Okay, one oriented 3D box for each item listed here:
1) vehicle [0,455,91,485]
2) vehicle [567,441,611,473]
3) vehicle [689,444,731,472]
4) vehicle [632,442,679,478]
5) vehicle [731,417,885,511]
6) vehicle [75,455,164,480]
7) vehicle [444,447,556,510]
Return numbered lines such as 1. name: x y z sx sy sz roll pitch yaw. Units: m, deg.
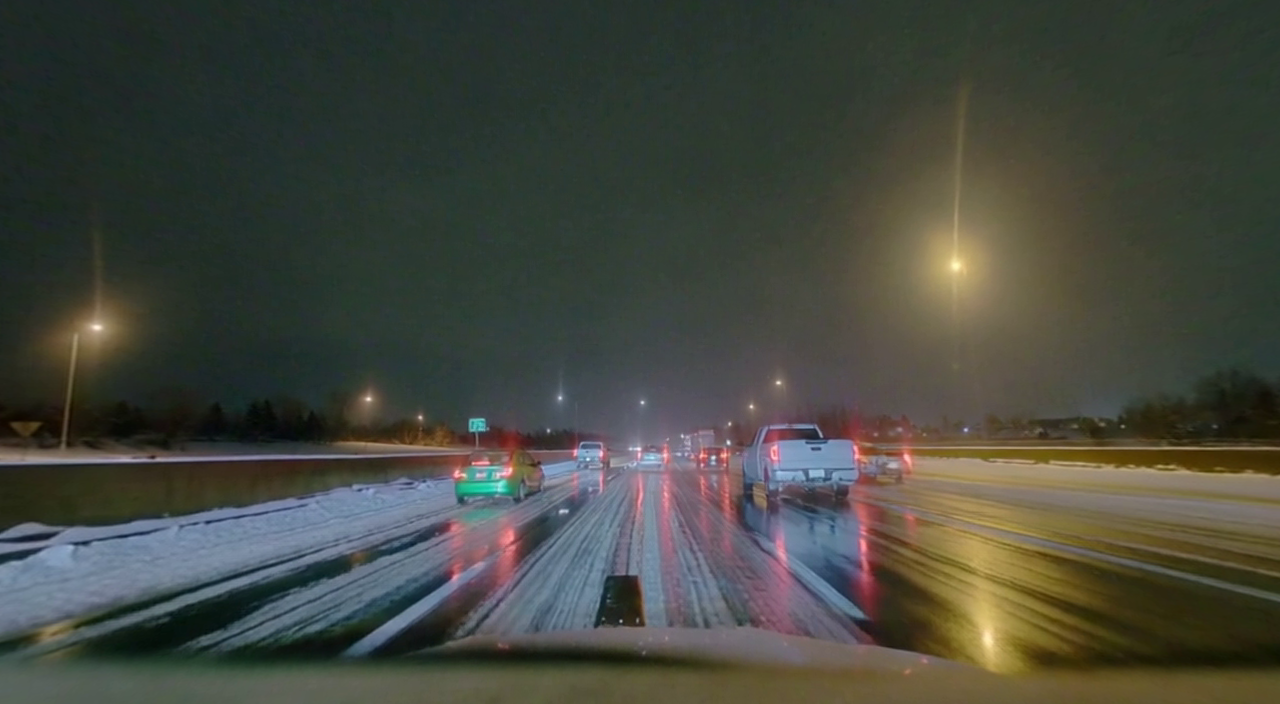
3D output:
1. vehicle: -41.879 8.137 43.806 2.088 1.814 5.735 0 -9 1
2. vehicle: -3.076 6.478 39.090 2.176 1.783 4.799 0 -9 1
3. vehicle: 4.404 6.745 40.378 2.145 1.636 4.437 0 -9 0
4. vehicle: 0.716 5.210 30.586 2.147 1.572 4.094 0 -9 0
5. vehicle: 3.921 2.765 16.011 2.340 1.925 5.529 0 -9 0
6. vehicle: -37.724 8.386 45.844 1.903 1.606 5.214 0 -9 1
7. vehicle: -3.564 3.287 16.884 1.947 1.424 4.264 0 -9 1
